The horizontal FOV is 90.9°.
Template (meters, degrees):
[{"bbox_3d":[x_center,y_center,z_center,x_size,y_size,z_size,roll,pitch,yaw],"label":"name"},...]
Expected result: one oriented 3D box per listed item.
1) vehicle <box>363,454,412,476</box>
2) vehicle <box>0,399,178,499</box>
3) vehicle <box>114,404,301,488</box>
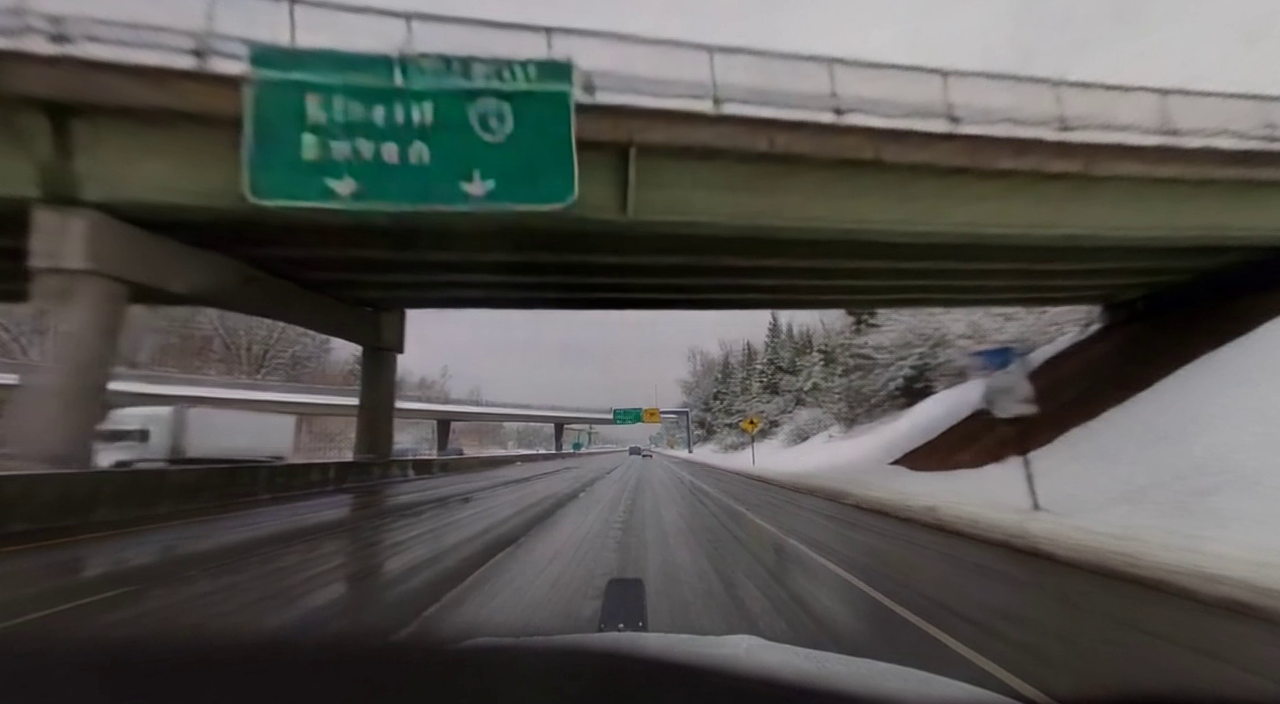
[{"bbox_3d":[-18.504,8.294,46.368,1.824,1.451,4.072,0,-9,1],"label":"vehicle"},{"bbox_3d":[-22.918,4.014,26.063,2.890,3.621,5.939,0,-9,0],"label":"vehicle"},{"bbox_3d":[-22.853,5.139,34.372,2.774,3.852,10.034,0,-9,1],"label":"vehicle"}]
